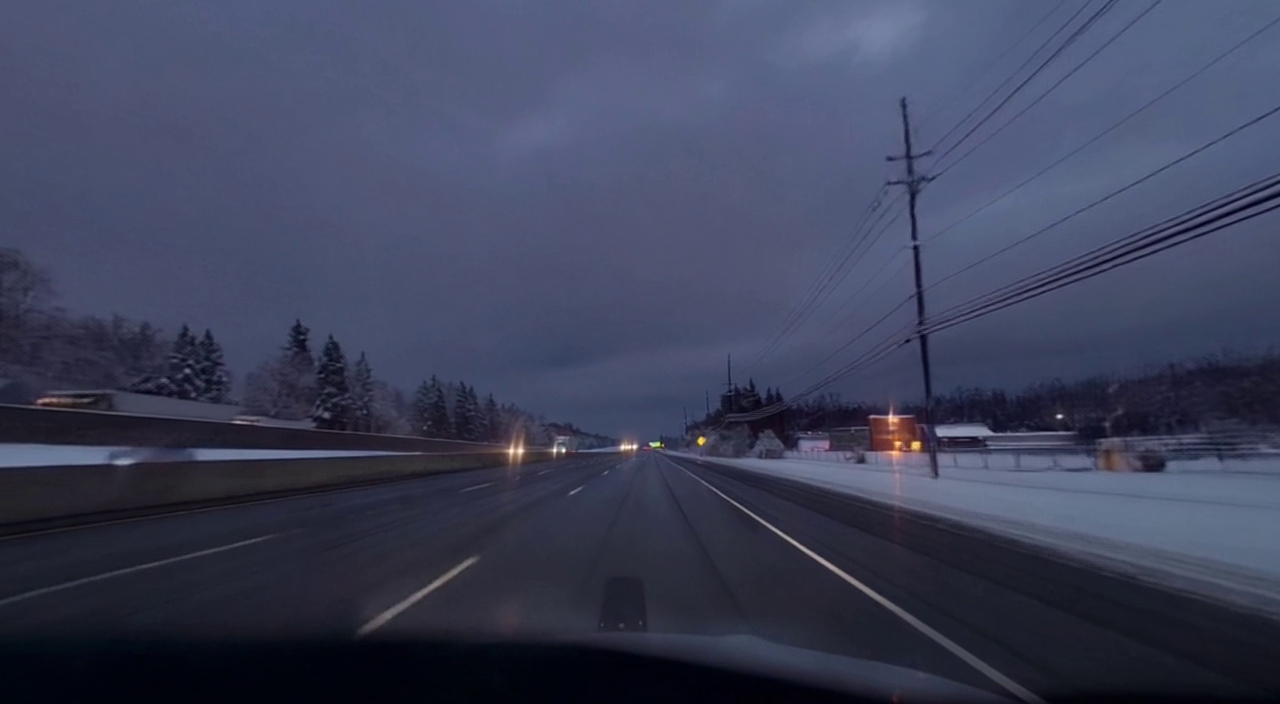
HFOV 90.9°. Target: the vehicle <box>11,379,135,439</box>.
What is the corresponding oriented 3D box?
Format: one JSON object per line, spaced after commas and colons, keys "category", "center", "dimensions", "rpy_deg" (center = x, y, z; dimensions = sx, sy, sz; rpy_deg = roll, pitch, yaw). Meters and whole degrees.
{"category": "vehicle", "center": [-41.978, 4.367, 46.974], "dimensions": [2.956, 4.052, 6.119], "rpy_deg": [-1, -9, 6]}
